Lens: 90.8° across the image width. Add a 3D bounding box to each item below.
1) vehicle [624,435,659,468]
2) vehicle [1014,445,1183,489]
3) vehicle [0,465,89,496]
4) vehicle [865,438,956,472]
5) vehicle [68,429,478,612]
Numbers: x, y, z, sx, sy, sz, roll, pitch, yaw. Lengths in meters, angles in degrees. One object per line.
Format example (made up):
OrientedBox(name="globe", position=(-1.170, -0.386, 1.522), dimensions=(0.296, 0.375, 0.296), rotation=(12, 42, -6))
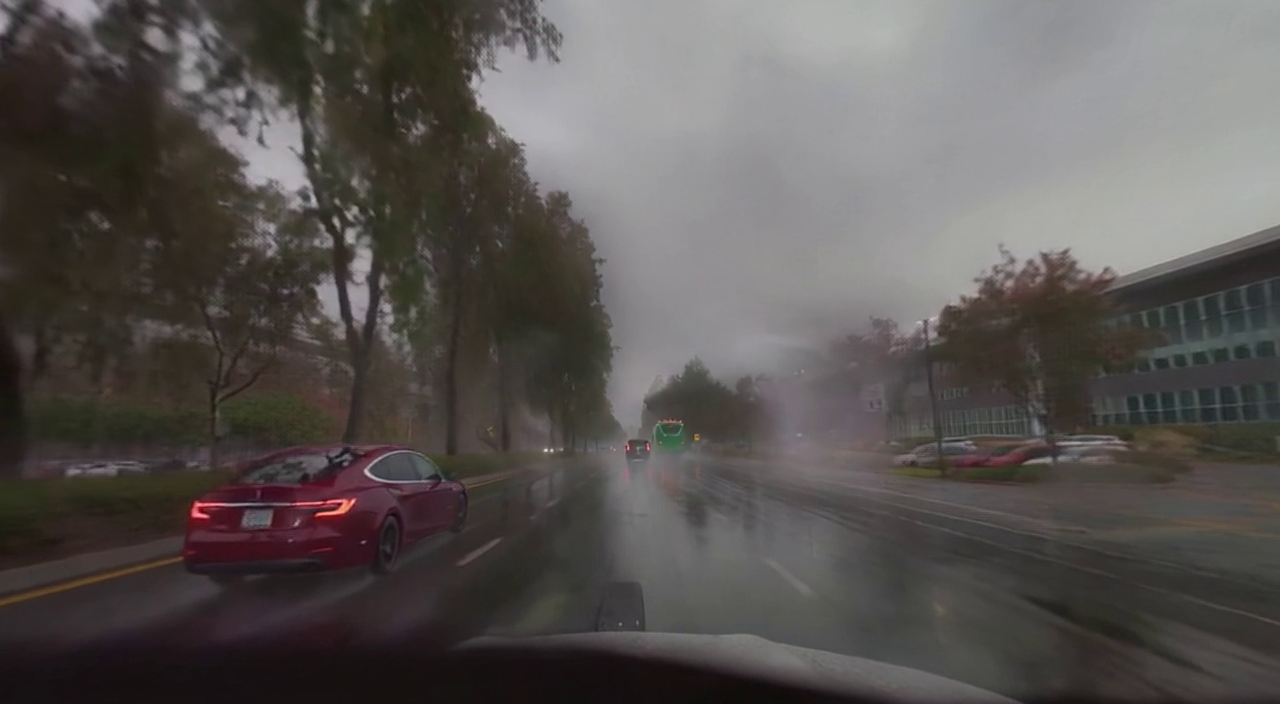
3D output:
OrientedBox(name="vehicle", position=(0.050, 6.983, 44.373), dimensions=(2.336, 2.122, 5.207), rotation=(0, -9, -1))
OrientedBox(name="vehicle", position=(16.642, 4.183, 23.111), dimensions=(4.682, 1.507, 1.878), rotation=(0, -9, 0))
OrientedBox(name="vehicle", position=(-33.759, 7.097, 35.021), dimensions=(4.553, 1.621, 1.999), rotation=(-1, -9, 4))
OrientedBox(name="vehicle", position=(16.818, 6.420, 39.433), dimensions=(4.520, 1.834, 2.167), rotation=(-3, -10, -1))
OrientedBox(name="vehicle", position=(-3.595, 1.729, 7.497), dimensions=(2.120, 1.481, 4.535), rotation=(0, -9, 0))
